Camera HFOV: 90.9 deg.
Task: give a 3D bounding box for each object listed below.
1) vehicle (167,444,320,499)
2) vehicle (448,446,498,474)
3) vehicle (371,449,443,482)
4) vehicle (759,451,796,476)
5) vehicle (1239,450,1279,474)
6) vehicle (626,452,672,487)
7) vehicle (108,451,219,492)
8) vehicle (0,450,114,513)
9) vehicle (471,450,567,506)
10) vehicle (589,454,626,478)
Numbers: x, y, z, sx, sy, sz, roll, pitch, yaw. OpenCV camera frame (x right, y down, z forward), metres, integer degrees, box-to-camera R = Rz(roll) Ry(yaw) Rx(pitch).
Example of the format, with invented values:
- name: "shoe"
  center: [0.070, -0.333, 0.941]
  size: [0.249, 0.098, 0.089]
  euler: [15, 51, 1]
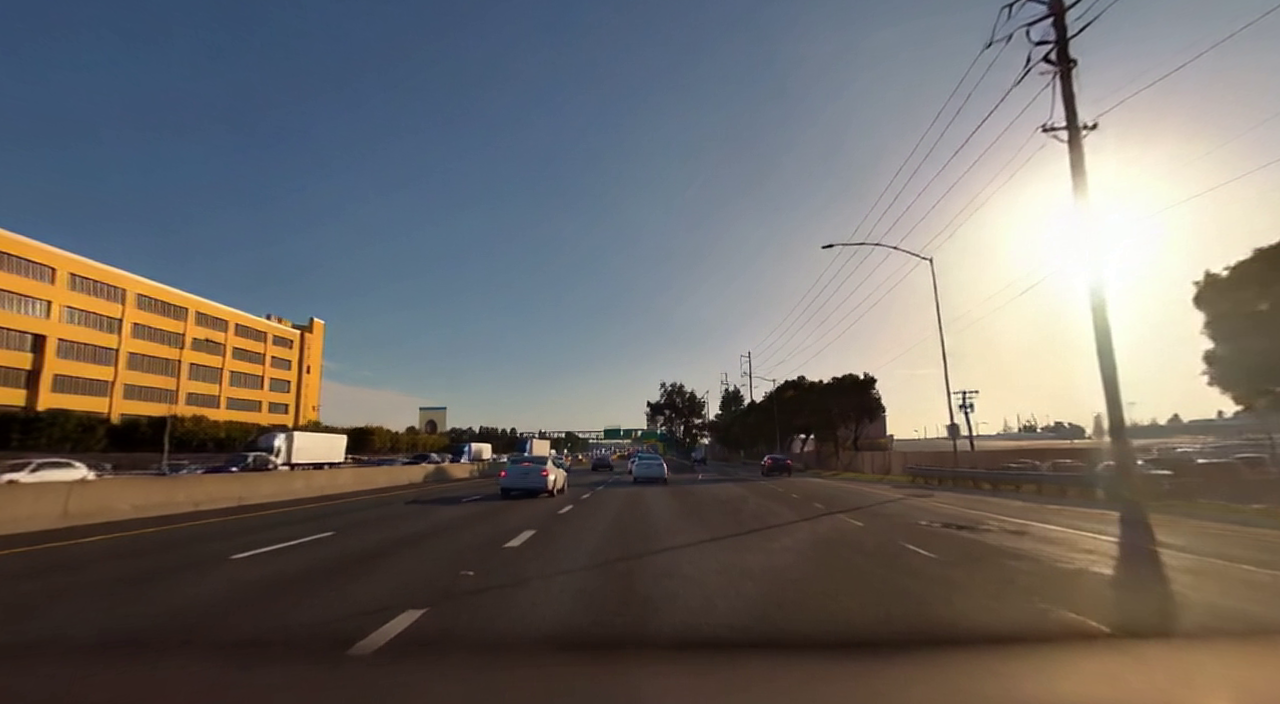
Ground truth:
- name: "vehicle"
  center: [-12.419, 3.731, 20.189]
  size: [1.991, 1.537, 4.464]
  euler: [0, -8, 0]
- name: "vehicle"
  center: [-12.551, 8.155, 47.893]
  size: [2.133, 1.970, 5.950]
  euler: [-1, -8, 0]
- name: "vehicle"
  center: [-12.441, 6.072, 34.008]
  size: [2.037, 1.574, 4.757]
  euler: [-1, -8, 1]
- name: "vehicle"
  center: [10.709, 8.734, 49.601]
  size: [2.106, 1.817, 4.845]
  euler: [-1, -8, 4]
- name: "vehicle"
  center: [43.483, 7.500, 43.001]
  size: [3.458, 1.409, 1.632]
  euler: [-3, -8, -2]
- name: "vehicle"
  center: [0.450, 5.800, 31.392]
  size: [2.107, 1.538, 3.999]
  euler: [-1, -8, 1]
- name: "vehicle"
  center: [-24.138, 6.016, 32.192]
  size: [1.871, 1.886, 4.814]
  euler: [0, -8, 0]
- name: "vehicle"
  center: [-16.567, 3.353, 16.502]
  size: [1.880, 1.491, 4.310]
  euler: [0, -8, 0]
- name: "vehicle"
  center: [-3.697, 3.917, 20.170]
  size: [2.059, 1.508, 4.662]
  euler: [-1, -8, 1]
- name: "vehicle"
  center: [-2.182, 7.819, 43.317]
  size: [2.034, 1.466, 4.363]
  euler: [-1, -8, 4]
